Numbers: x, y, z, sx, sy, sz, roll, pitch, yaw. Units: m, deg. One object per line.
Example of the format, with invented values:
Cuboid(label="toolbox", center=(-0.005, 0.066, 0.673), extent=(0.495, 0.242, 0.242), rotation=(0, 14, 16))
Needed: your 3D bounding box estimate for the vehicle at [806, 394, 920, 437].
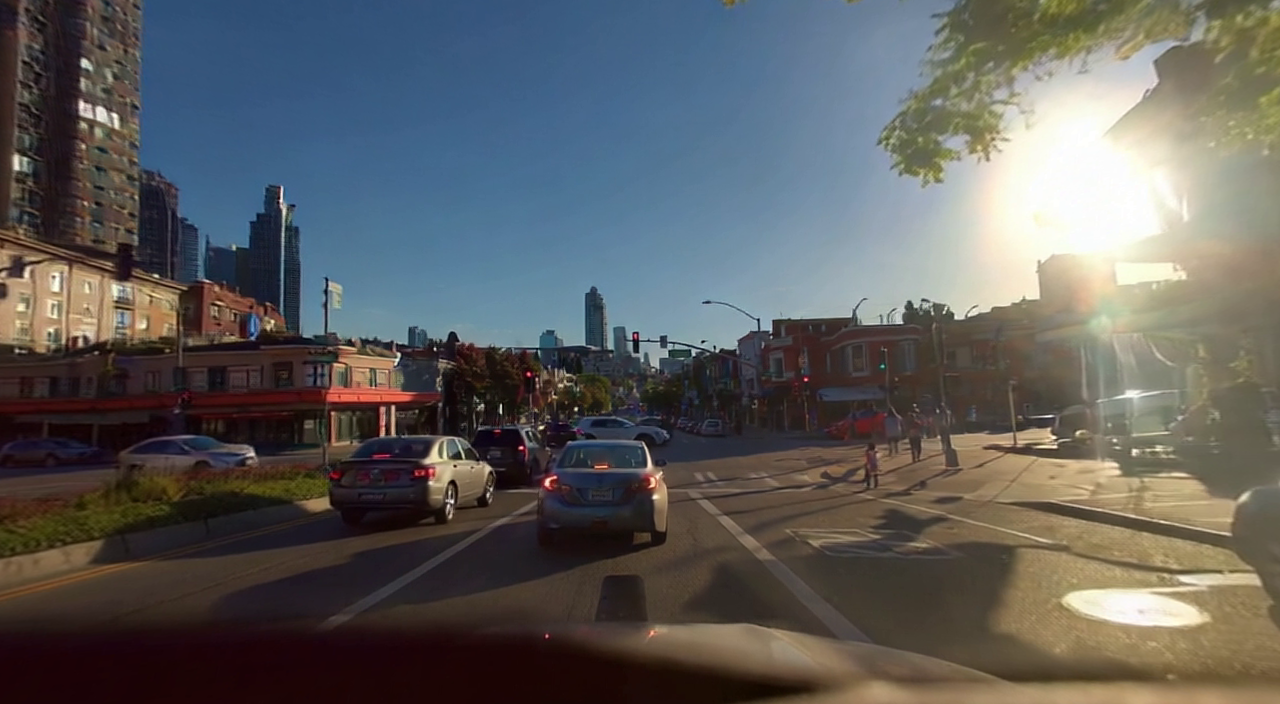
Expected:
Cuboid(label="vehicle", center=(13.778, 4.008, 39.033), extent=(6.541, 2.480, 2.259), rotation=(3, -9, -19))

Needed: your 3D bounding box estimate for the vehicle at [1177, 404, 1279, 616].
Cuboid(label="vehicle", center=(6.193, 1.074, 3.748), extent=(1.904, 1.705, 4.510), rotation=(0, -8, -2))

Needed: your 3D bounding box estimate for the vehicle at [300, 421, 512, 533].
Cuboid(label="vehicle", center=(-3.689, 2.056, 11.006), extent=(1.934, 1.522, 4.464), rotation=(0, -8, 1))

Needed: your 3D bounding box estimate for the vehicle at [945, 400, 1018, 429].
Cuboid(label="vehicle", center=(21.144, 3.920, 39.082), extent=(5.017, 1.542, 2.055), rotation=(6, -11, -38))

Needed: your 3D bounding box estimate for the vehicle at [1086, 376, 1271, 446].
Cuboid(label="vehicle", center=(21.657, 2.453, 25.522), extent=(5.756, 2.653, 2.403), rotation=(1, -9, -11))

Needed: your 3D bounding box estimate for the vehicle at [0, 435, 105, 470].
Cuboid(label="vehicle", center=(-32.437, 5.498, 34.568), extent=(4.280, 1.857, 2.136), rotation=(0, -8, 1))

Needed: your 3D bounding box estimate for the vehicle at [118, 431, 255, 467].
Cuboid(label="vehicle", center=(-19.377, 4.160, 27.145), extent=(4.453, 1.471, 1.921), rotation=(-1, -8, 3))

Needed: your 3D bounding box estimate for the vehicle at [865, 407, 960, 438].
Cuboid(label="vehicle", center=(15.170, 3.963, 35.164), extent=(4.775, 1.604, 1.915), rotation=(3, -9, -20))

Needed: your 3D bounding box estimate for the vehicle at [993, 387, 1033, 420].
Cuboid(label="vehicle", center=(27.042, 3.799, 45.695), extent=(2.152, 1.993, 5.078), rotation=(-6, -10, 32))

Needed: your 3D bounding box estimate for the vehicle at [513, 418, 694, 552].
Cuboid(label="vehicle", center=(-0.431, 1.827, 9.305), extent=(2.082, 1.520, 3.896), rotation=(0, -8, 0))
